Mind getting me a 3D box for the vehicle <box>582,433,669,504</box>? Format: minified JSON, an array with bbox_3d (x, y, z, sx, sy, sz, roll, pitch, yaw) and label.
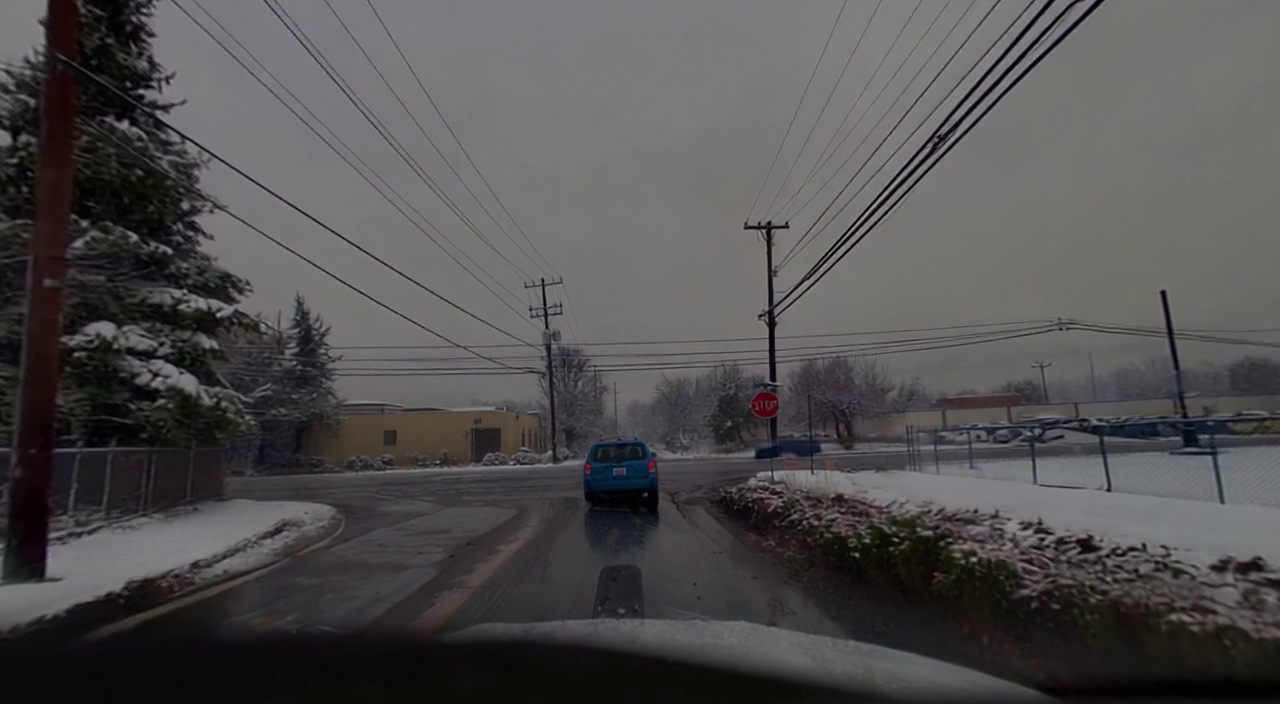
[{"bbox_3d":[-0.476,3.150,17.572,2.137,1.698,4.166,0,-8,-3],"label":"vehicle"}]
